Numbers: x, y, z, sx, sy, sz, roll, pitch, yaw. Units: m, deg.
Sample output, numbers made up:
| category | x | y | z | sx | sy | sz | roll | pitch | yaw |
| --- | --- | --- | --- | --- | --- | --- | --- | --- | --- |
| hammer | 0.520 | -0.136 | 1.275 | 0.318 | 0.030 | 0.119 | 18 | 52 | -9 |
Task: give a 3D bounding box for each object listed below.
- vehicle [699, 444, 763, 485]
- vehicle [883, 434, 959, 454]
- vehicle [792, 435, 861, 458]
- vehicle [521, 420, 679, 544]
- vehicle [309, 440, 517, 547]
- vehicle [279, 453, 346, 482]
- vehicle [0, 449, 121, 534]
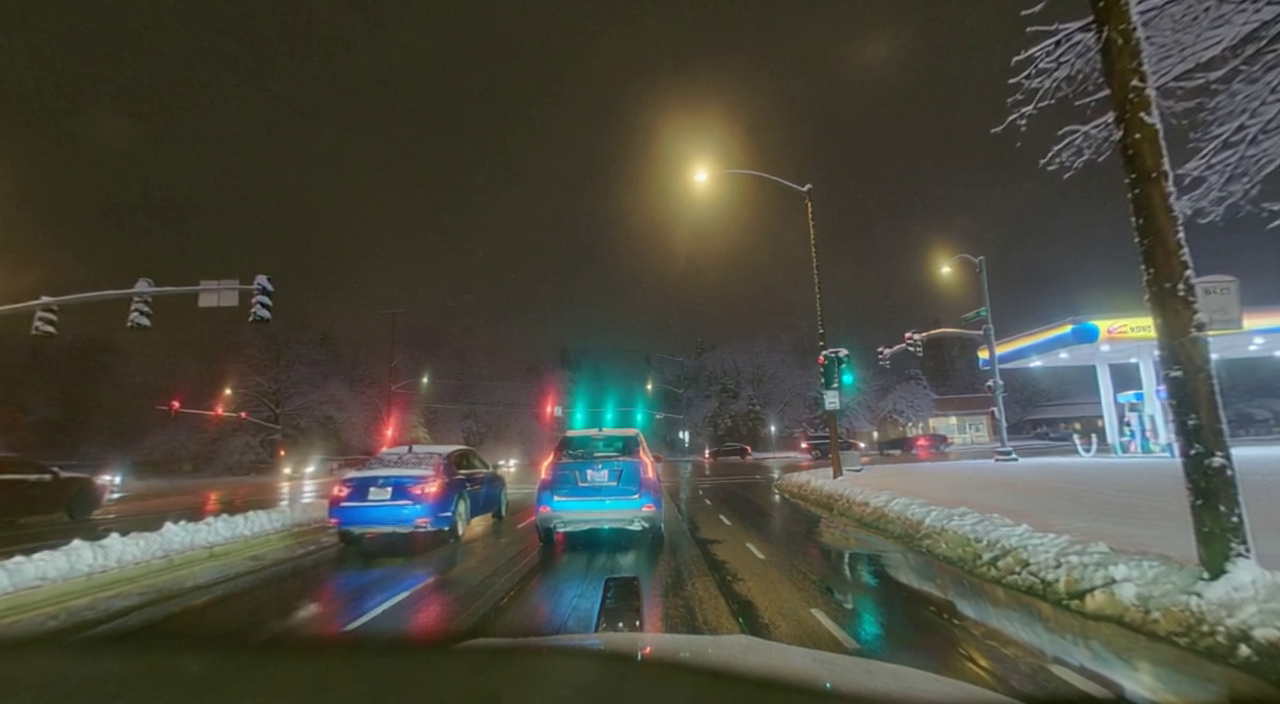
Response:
| category | x | y | z | sx | sy | sz | roll | pitch | yaw |
| --- | --- | --- | --- | --- | --- | --- | --- | --- | --- |
| vehicle | 3.708 | 4.404 | 25.137 | 1.976 | 1.462 | 4.342 | -2 | -9 | 15 |
| vehicle | 20.770 | 6.829 | 46.840 | 4.700 | 1.417 | 1.789 | 0 | -8 | 1 |
| vehicle | 13.885 | 7.055 | 47.129 | 4.524 | 1.681 | 1.823 | 0 | -8 | -1 |
| vehicle | -0.555 | 2.140 | 11.047 | 2.210 | 1.722 | 4.215 | 0 | -8 | 0 |
| vehicle | -3.658 | 2.337 | 11.188 | 2.003 | 1.492 | 4.291 | 0 | -8 | 1 |
| vehicle | -21.258 | 7.464 | 41.216 | 1.890 | 1.691 | 4.591 | 0 | -8 | 1 |
| vehicle | -13.515 | 2.803 | 12.784 | 1.995 | 1.626 | 4.592 | 0 | -8 | 2 |
